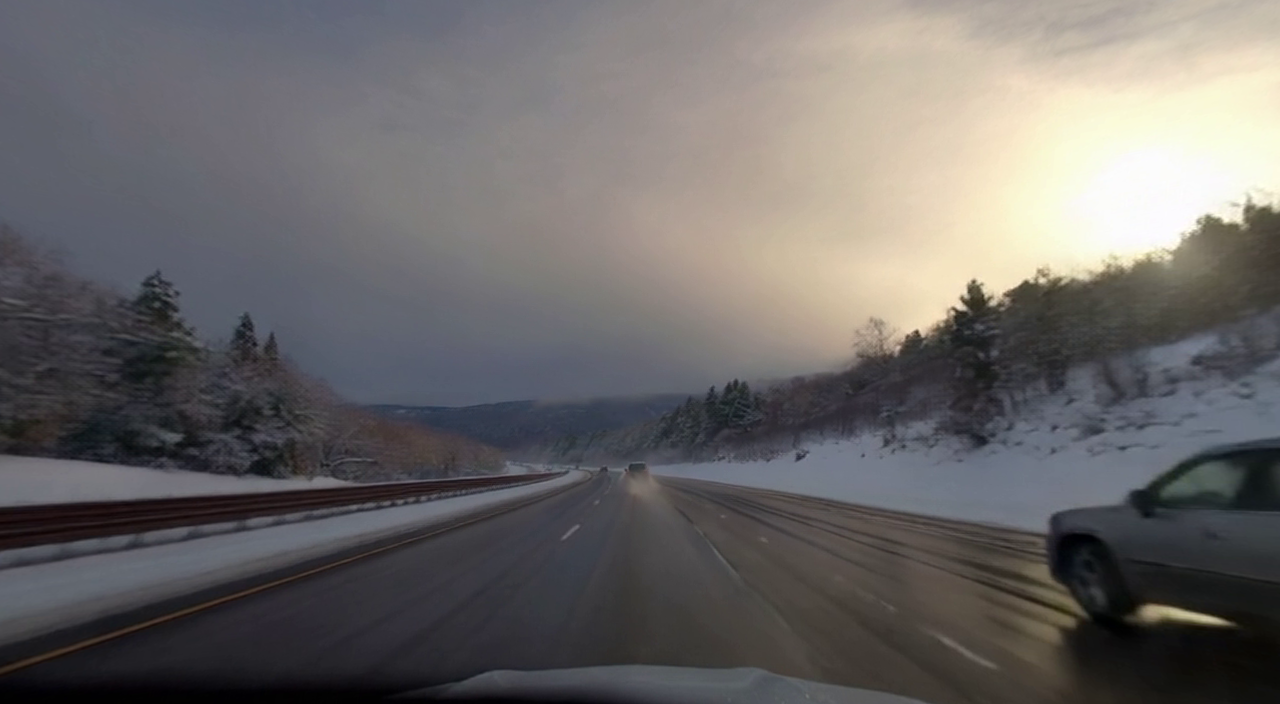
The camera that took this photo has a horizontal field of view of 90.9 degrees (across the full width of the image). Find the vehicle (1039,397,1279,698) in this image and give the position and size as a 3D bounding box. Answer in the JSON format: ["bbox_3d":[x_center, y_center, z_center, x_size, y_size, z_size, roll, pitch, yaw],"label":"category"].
[{"bbox_3d":[4.888,1.144,3.577,2.089,1.770,4.571,1,-11,-2],"label":"vehicle"}]
